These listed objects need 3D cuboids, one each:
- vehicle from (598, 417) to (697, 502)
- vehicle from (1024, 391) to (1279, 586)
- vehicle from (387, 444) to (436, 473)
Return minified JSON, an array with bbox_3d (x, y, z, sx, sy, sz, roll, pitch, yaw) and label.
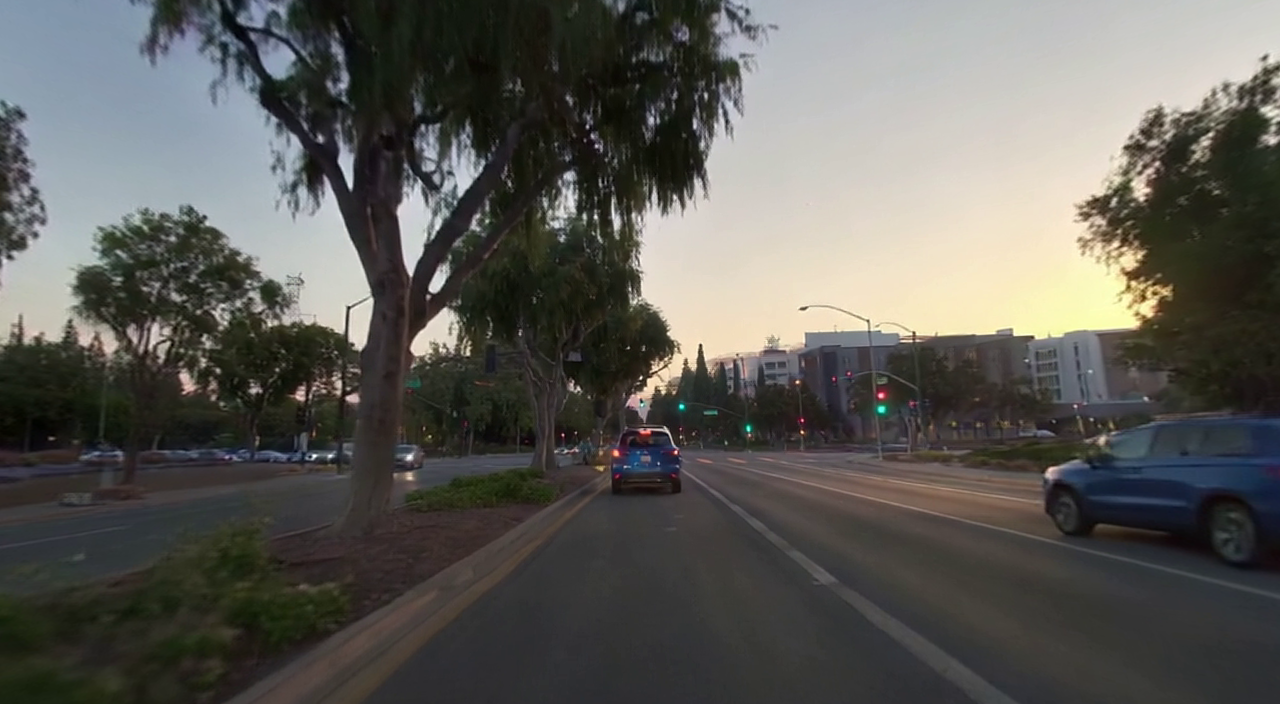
[{"bbox_3d":[0.224,2.845,16.982,2.267,1.926,4.708,0,-9,1],"label":"vehicle"},{"bbox_3d":[6.908,1.438,7.087,2.447,1.707,4.396,0,-9,1],"label":"vehicle"},{"bbox_3d":[-13.951,6.425,38.481,2.209,1.627,4.582,4,-10,-26],"label":"vehicle"}]
